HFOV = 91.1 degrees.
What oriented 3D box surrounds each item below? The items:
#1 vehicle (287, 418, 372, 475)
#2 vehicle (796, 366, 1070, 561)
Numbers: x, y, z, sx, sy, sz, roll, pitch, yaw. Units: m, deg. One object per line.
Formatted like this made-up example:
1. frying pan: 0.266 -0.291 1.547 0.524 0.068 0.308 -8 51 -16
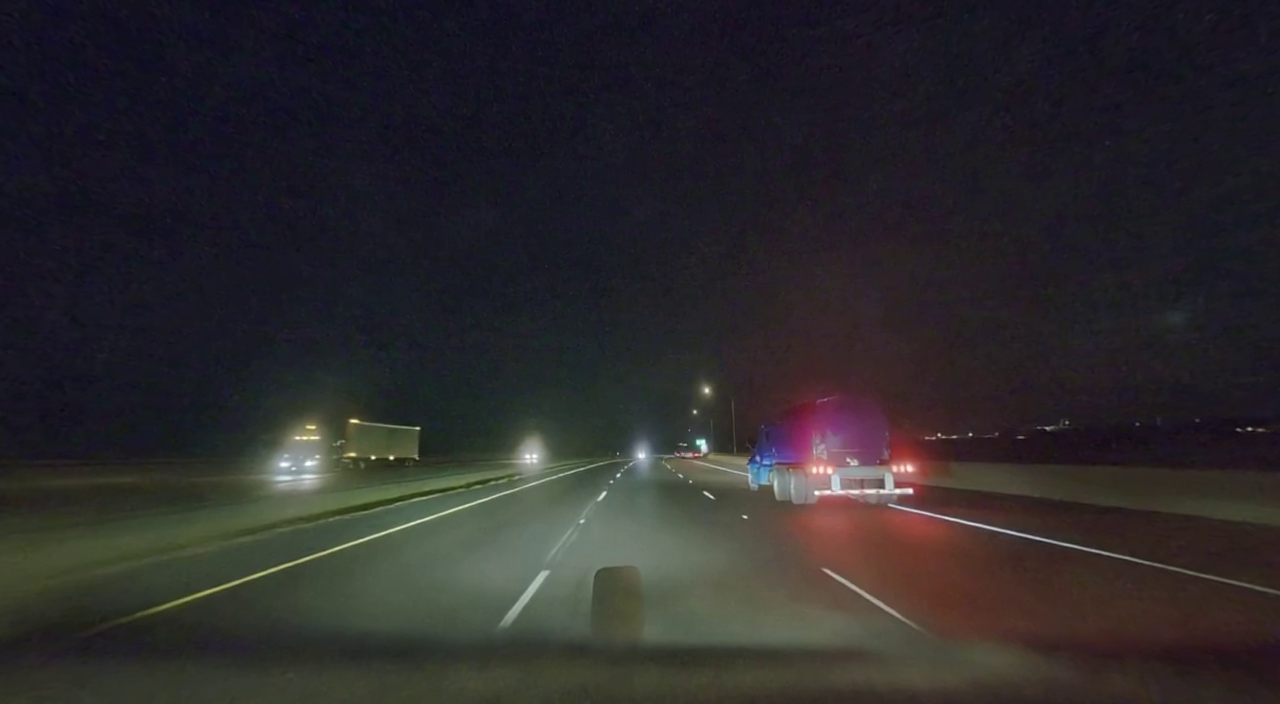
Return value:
1. vehicle: -23.324 7.195 47.668 3.156 4.015 5.992 -1 -9 1
2. vehicle: 4.248 1.730 10.174 2.215 2.461 4.234 0 -9 -2
